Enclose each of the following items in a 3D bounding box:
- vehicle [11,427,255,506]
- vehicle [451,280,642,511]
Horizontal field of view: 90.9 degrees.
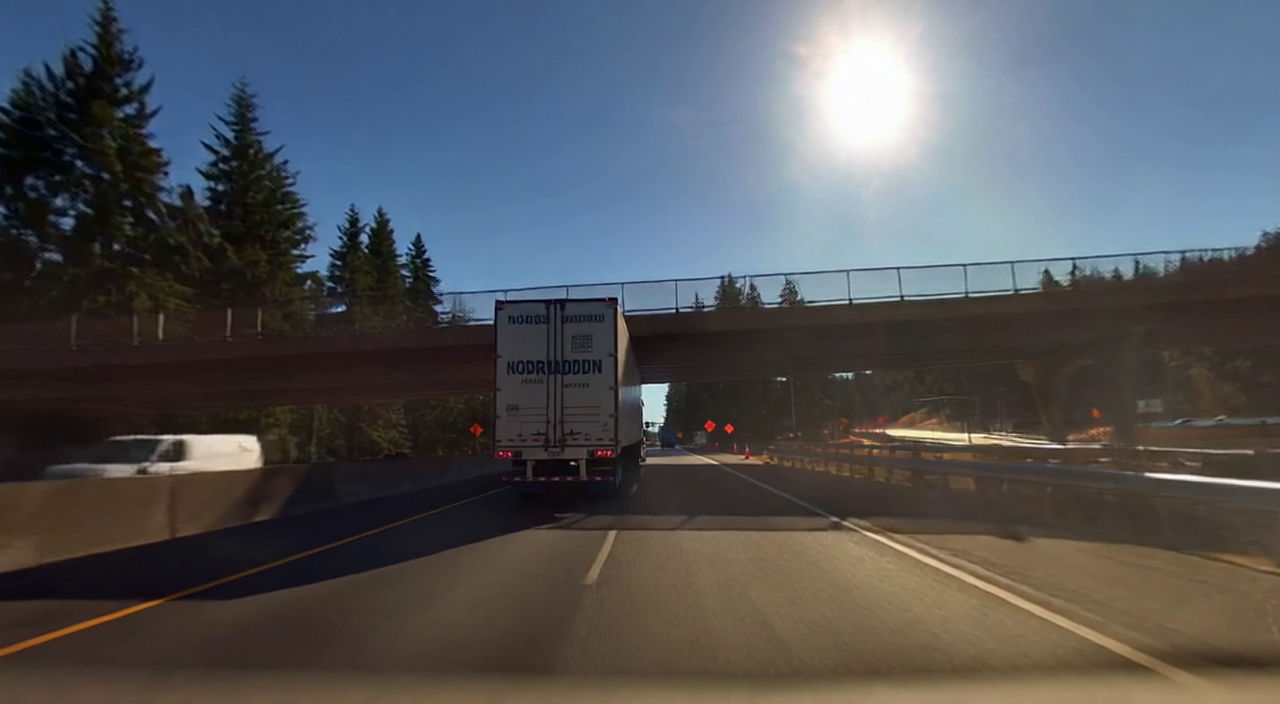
[{"bbox_3d":[-12.385,2.815,15.980,2.199,1.693,4.664,0,-8,2],"label":"vehicle"},{"bbox_3d":[-1.596,1.902,19.209,2.873,4.060,16.327,0,-8,2],"label":"vehicle"}]
